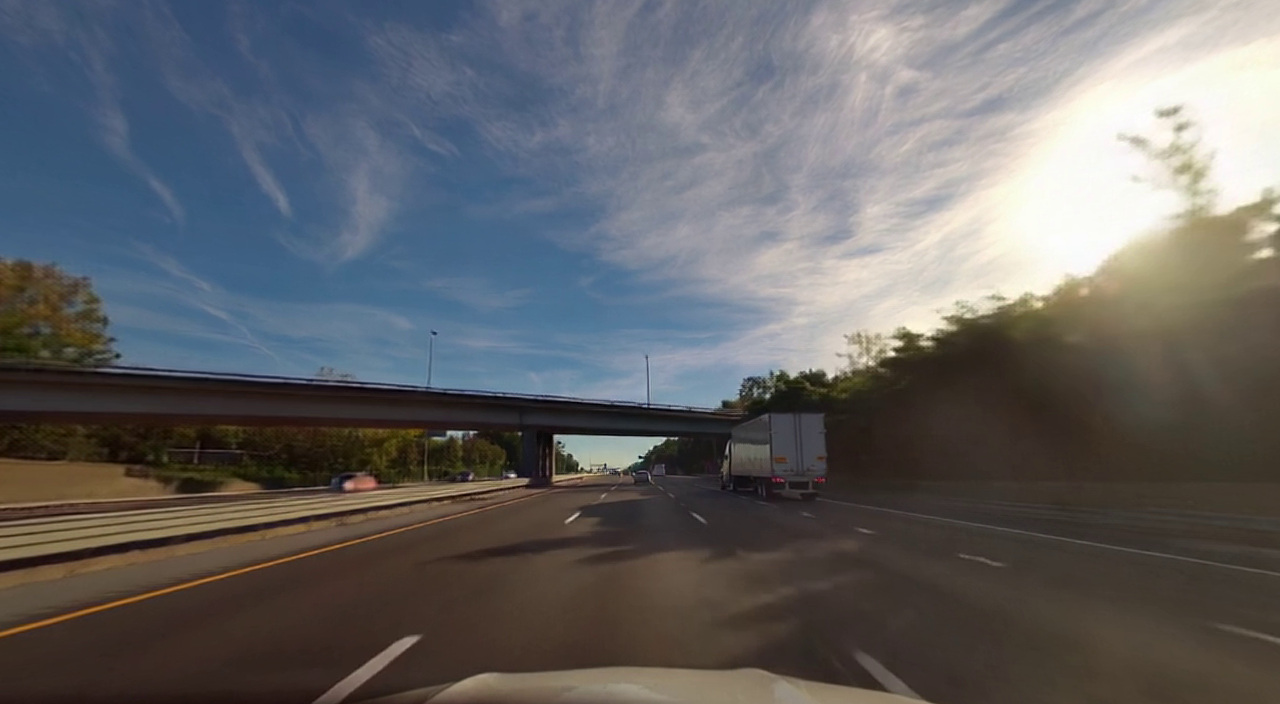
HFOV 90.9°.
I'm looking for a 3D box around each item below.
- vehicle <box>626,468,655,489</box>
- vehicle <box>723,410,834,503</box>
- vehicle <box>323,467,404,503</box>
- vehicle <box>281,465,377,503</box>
[{"bbox_3d":[0.033,9.209,46.031,2.029,1.459,3.684,1,-10,0],"label":"vehicle"},{"bbox_3d":[7.066,5.896,34.975,2.926,4.073,13.836,1,-10,0],"label":"vehicle"},{"bbox_3d":[-11.374,5.487,26.184,1.651,1.370,3.641,1,-10,0],"label":"vehicle"},{"bbox_3d":[-14.340,6.103,29.375,1.959,1.556,4.783,0,-10,1],"label":"vehicle"}]
